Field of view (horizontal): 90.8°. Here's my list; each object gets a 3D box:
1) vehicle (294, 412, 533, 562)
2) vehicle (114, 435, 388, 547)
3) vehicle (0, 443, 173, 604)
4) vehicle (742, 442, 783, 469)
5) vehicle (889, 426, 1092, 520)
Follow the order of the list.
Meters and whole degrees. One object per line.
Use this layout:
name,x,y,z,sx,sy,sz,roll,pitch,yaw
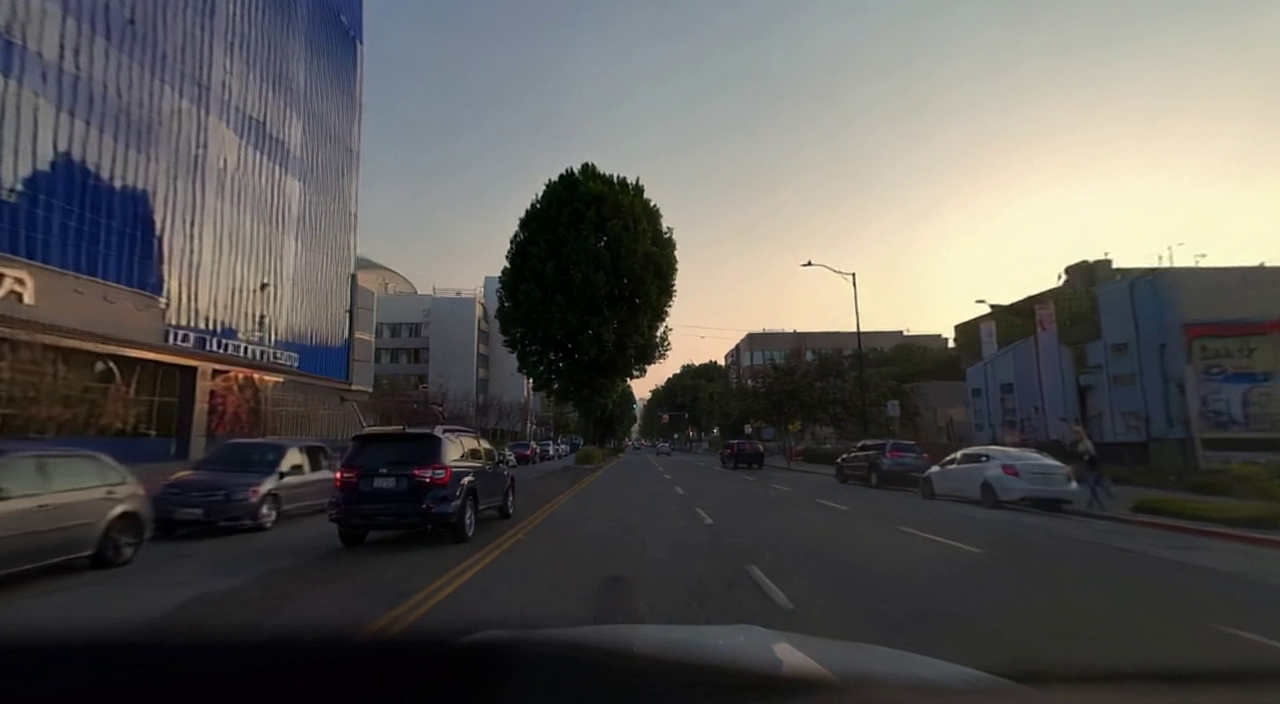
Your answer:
vehicle,-3.066,1.920,9.739,2.002,1.756,4.366,-1,-8,1
vehicle,-6.801,2.437,11.942,2.071,1.631,4.936,0,-8,-1
vehicle,-6.878,1.591,5.792,1.832,1.488,4.405,0,-8,0
vehicle,9.294,7.883,48.278,2.129,1.929,5.537,-1,-8,1
vehicle,9.183,3.201,17.404,2.249,2.117,5.743,0,-8,0
